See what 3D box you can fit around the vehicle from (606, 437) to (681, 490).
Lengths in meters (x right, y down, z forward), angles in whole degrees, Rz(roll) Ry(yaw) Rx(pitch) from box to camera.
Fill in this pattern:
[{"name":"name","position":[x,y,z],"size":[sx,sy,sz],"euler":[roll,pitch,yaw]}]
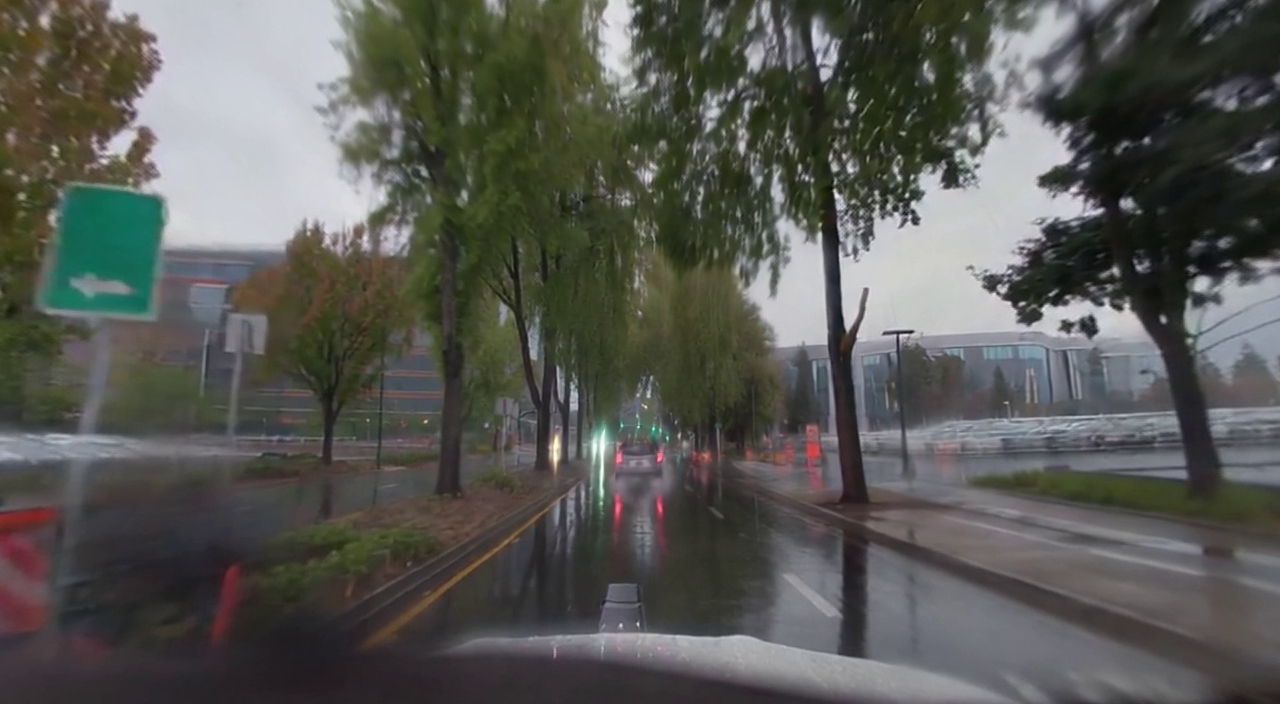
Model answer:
[{"name":"vehicle","position":[0.124,3.514,20.273],"size":[2.114,1.493,4.430],"euler":[0,-9,1]}]
